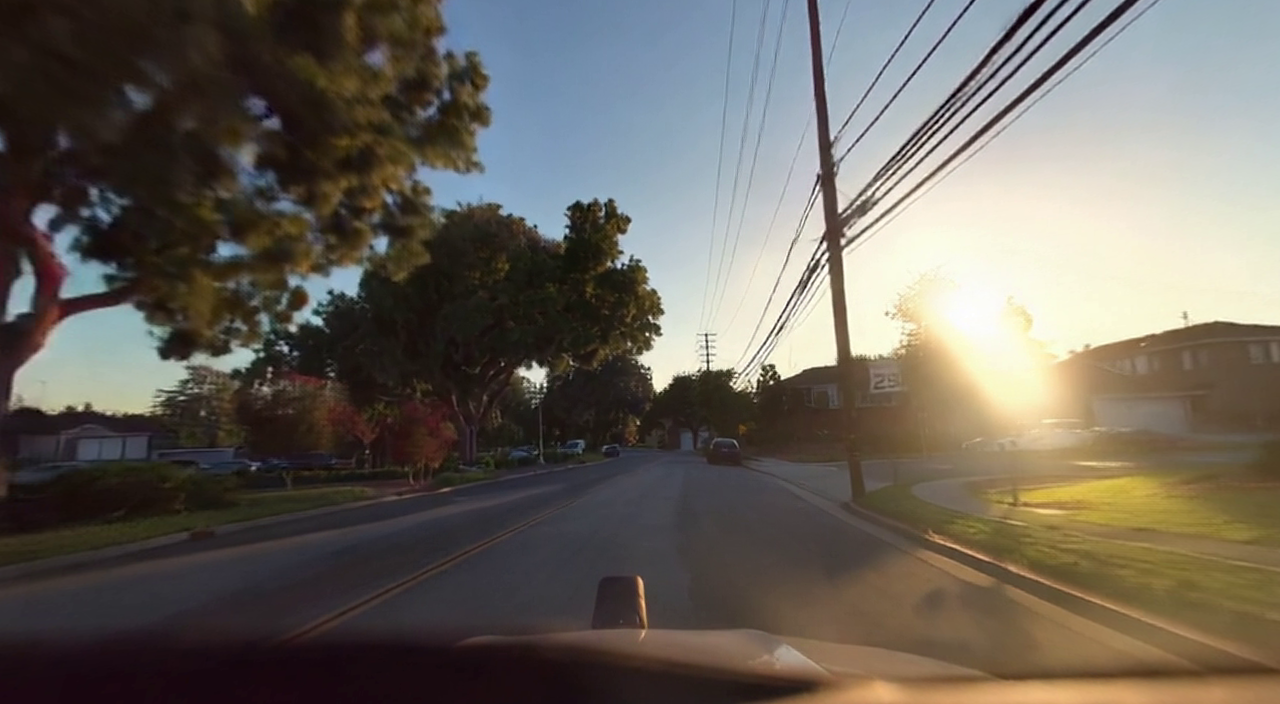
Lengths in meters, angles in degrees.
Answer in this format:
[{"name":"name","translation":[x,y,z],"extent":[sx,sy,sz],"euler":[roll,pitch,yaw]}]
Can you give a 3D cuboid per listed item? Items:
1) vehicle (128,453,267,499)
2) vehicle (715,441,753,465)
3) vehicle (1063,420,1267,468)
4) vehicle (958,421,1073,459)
[{"name":"vehicle","translation":[-17.505,4.901,25.250],"extent":[4.123,1.603,1.906],"euler":[3,-9,-23]},{"name":"vehicle","translation":[5.886,6.379,40.061],"extent":[1.990,1.435,4.526],"euler":[-1,-8,3]},{"name":"vehicle","translation":[17.108,3.047,20.852],"extent":[4.727,1.457,1.958],"euler":[-1,-8,8]},{"name":"vehicle","translation":[17.398,4.123,29.469],"extent":[4.058,1.697,1.943],"euler":[-1,-8,3]}]
